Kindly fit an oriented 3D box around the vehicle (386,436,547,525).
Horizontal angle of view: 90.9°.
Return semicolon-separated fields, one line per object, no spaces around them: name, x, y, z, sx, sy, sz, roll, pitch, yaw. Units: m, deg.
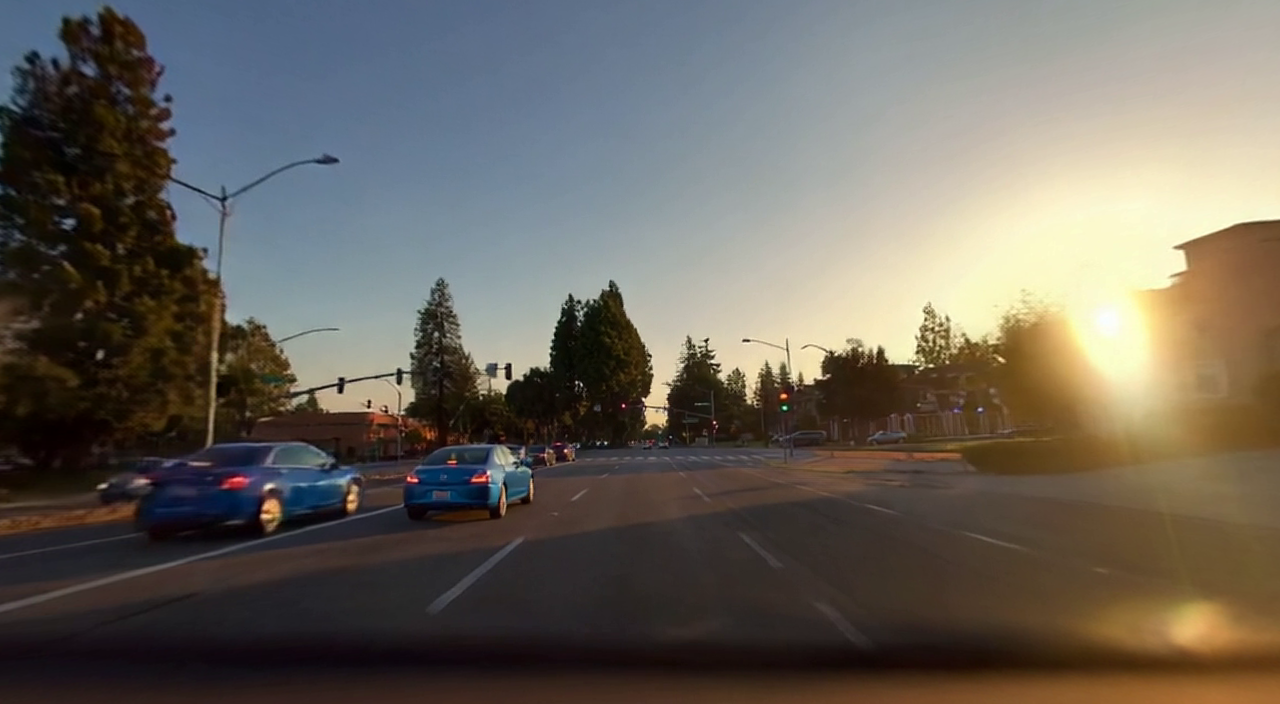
vehicle;-3.233;2.491;12.803;1.924;1.480;4.421;0;-9;1

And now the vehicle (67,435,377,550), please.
vehicle;-6.560;2.233;10.779;2.027;1.501;4.707;0;-9;1
